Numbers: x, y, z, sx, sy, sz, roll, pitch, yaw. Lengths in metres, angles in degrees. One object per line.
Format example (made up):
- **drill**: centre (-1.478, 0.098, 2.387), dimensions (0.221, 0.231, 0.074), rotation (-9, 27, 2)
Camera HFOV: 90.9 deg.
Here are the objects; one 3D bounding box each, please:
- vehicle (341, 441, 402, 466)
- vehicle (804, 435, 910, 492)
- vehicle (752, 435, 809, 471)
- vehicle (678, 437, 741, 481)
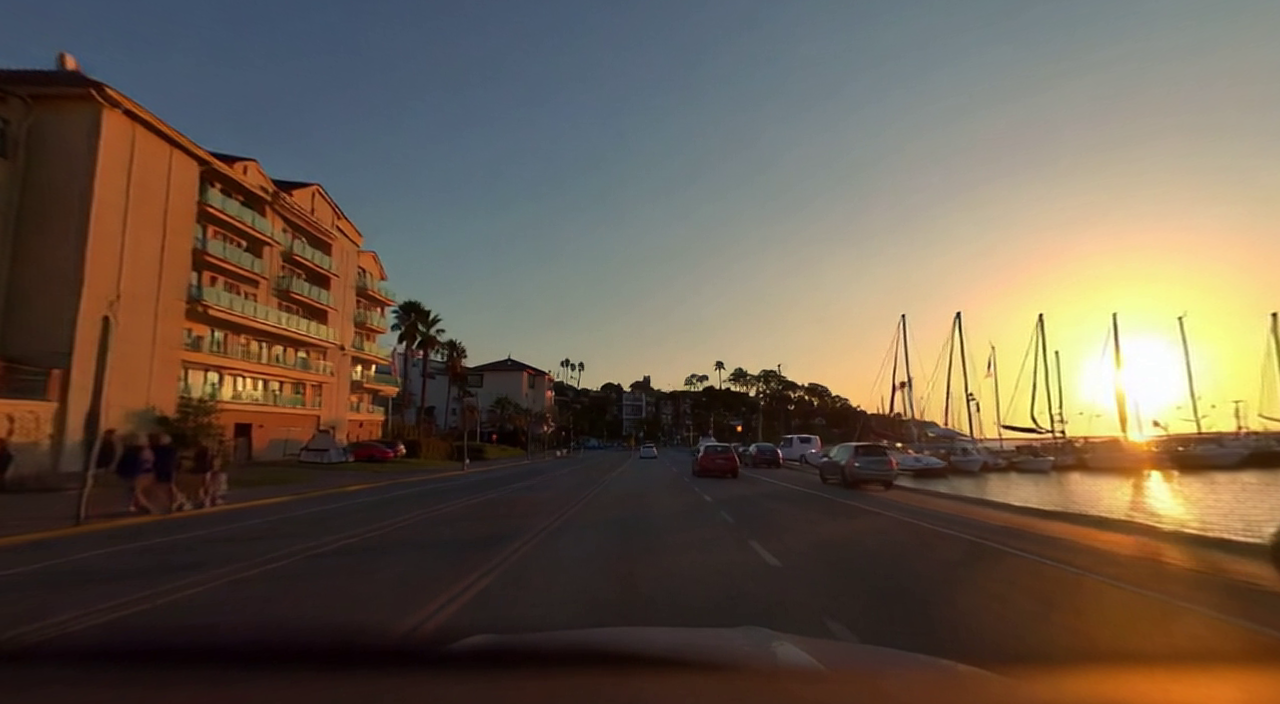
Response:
- **vehicle**: centre (-17.751, 6.766, 41.968), dimensions (1.840, 1.522, 4.695), rotation (-1, -9, 2)
- **vehicle**: centre (7.393, 3.838, 22.063), dimensions (2.029, 1.750, 4.825), rotation (-1, -9, 1)
- **vehicle**: centre (8.162, 5.921, 37.061), dimensions (2.056, 1.896, 5.062), rotation (-1, -9, -1)
- **vehicle**: centre (2.731, 4.327, 25.705), dimensions (2.047, 1.640, 4.051), rotation (-1, -9, 0)
